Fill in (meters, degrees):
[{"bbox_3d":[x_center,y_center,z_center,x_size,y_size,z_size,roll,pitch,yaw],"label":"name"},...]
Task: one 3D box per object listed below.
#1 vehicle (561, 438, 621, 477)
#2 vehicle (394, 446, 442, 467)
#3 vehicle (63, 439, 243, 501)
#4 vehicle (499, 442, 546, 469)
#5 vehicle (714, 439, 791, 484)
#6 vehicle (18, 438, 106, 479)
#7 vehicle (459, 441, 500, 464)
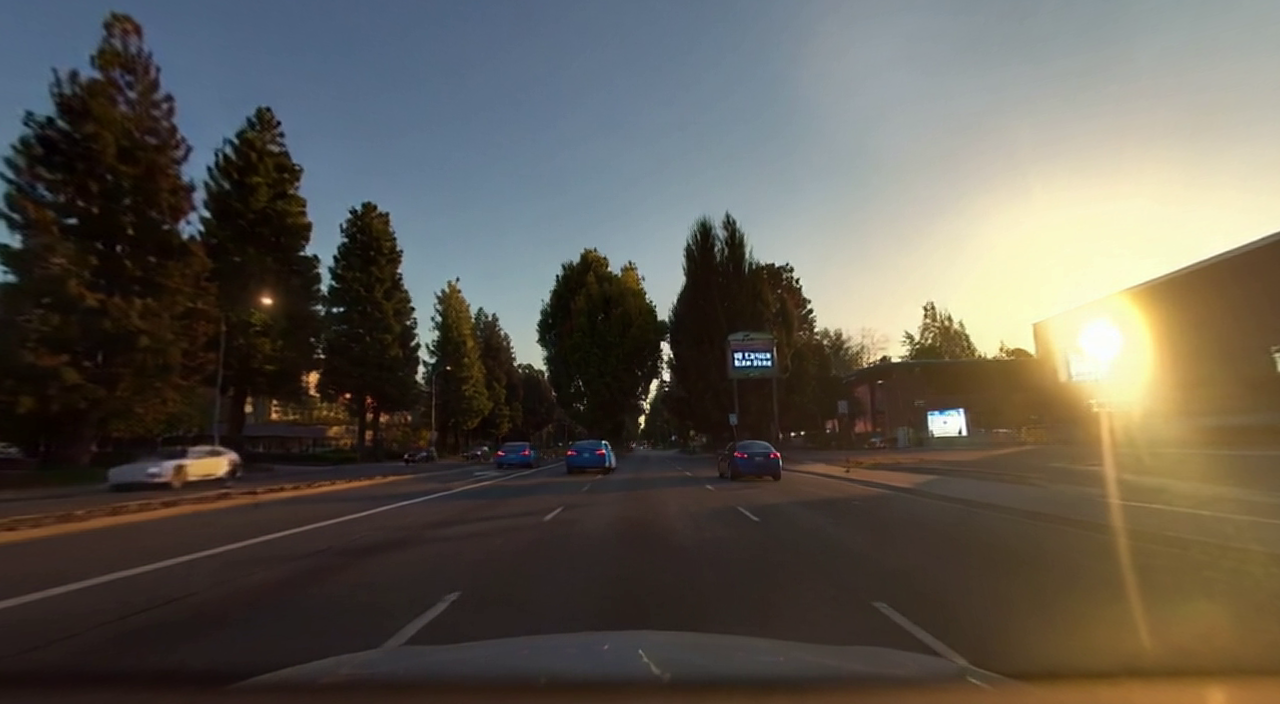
[{"bbox_3d":[-2.008,4.456,26.943,2.001,1.504,4.212,-1,-8,3],"label":"vehicle"},{"bbox_3d":[-16.056,7.564,45.838,1.841,1.479,4.286,0,-8,1],"label":"vehicle"},{"bbox_3d":[-15.307,3.682,20.239,2.052,1.729,4.598,0,-8,0],"label":"vehicle"},{"bbox_3d":[-6.706,5.938,36.417,1.993,1.444,3.965,0,-8,-1],"label":"vehicle"},{"bbox_3d":[4.034,3.985,23.347,1.977,1.474,4.399,0,-8,-1],"label":"vehicle"},{"bbox_3d":[-40.299,7.433,44.070,3.598,2.686,2.811,4,-9,-24],"label":"vehicle"},{"bbox_3d":[-11.989,7.548,47.411,1.944,1.662,4.160,0,-8,1],"label":"vehicle"}]
